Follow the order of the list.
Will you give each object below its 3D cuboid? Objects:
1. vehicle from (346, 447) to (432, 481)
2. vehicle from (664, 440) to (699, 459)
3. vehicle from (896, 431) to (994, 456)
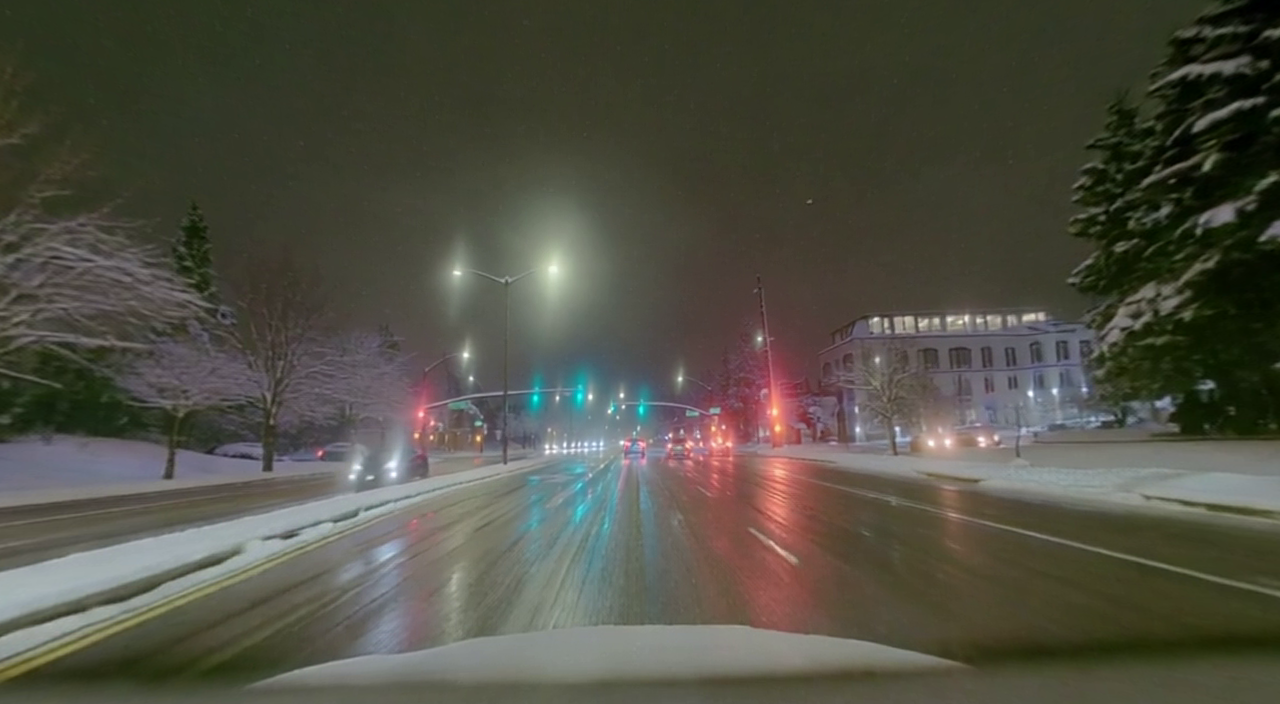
[{"bbox_3d":[-12.016,5.362,30.650,2.247,1.475,4.593,0,-8,0],"label":"vehicle"},{"bbox_3d":[3.006,7.122,46.179,2.080,1.321,4.382,0,-8,-2],"label":"vehicle"},{"bbox_3d":[23.518,7.114,48.949,6.313,1.772,2.263,-9,-11,43],"label":"vehicle"}]
